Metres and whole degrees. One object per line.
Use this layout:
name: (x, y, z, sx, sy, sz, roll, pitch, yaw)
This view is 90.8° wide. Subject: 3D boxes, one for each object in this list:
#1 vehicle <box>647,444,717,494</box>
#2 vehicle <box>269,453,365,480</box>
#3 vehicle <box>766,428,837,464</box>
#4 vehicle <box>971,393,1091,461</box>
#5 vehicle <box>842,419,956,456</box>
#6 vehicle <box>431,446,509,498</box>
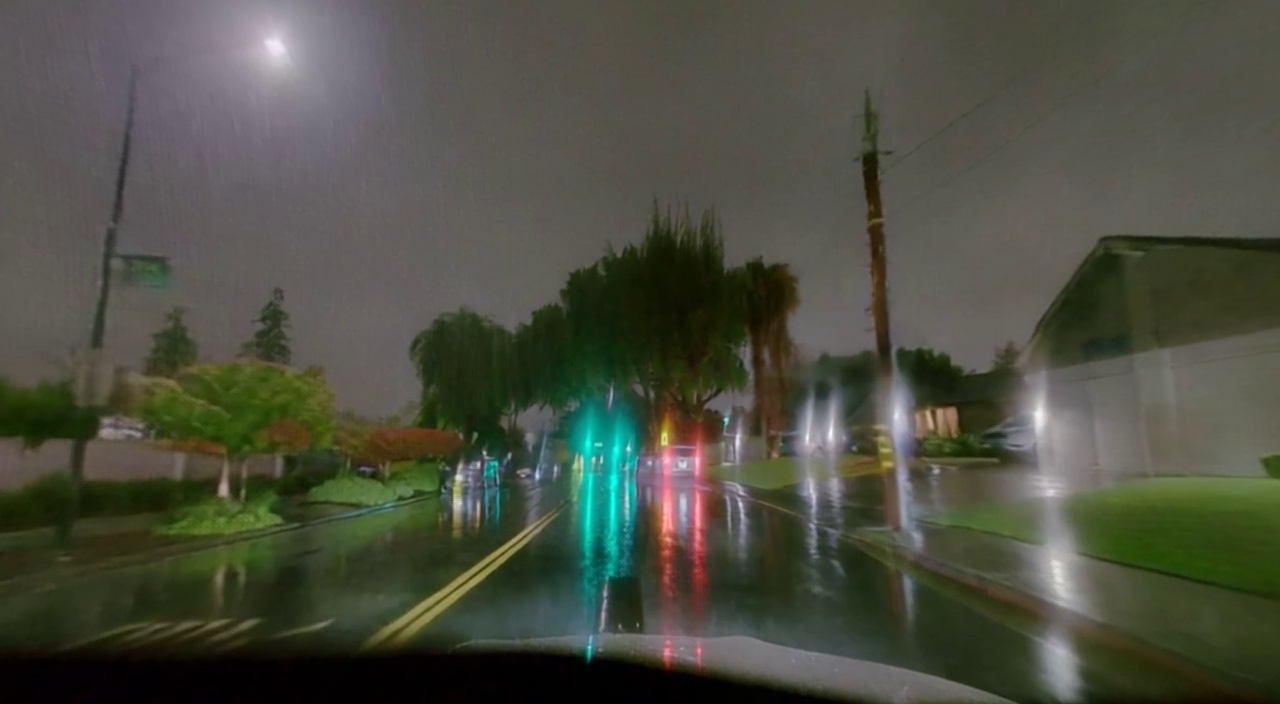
vehicle: (1.609, 4.780, 26.176, 2.229, 1.826, 4.611, 0, -9, -4)
vehicle: (-17.998, 6.383, 35.261, 4.527, 1.466, 1.880, -2, -9, 12)
vehicle: (9.241, 5.330, 35.869, 2.100, 1.857, 4.611, -7, -11, 38)
vehicle: (11.663, 2.395, 19.209, 1.880, 1.626, 4.495, -2, -12, 16)
vehicle: (12.057, 4.063, 29.734, 4.639, 1.634, 2.005, -2, -9, 12)
vehicle: (-6.647, 4.674, 25.218, 2.155, 1.729, 4.799, -1, -8, -5)
